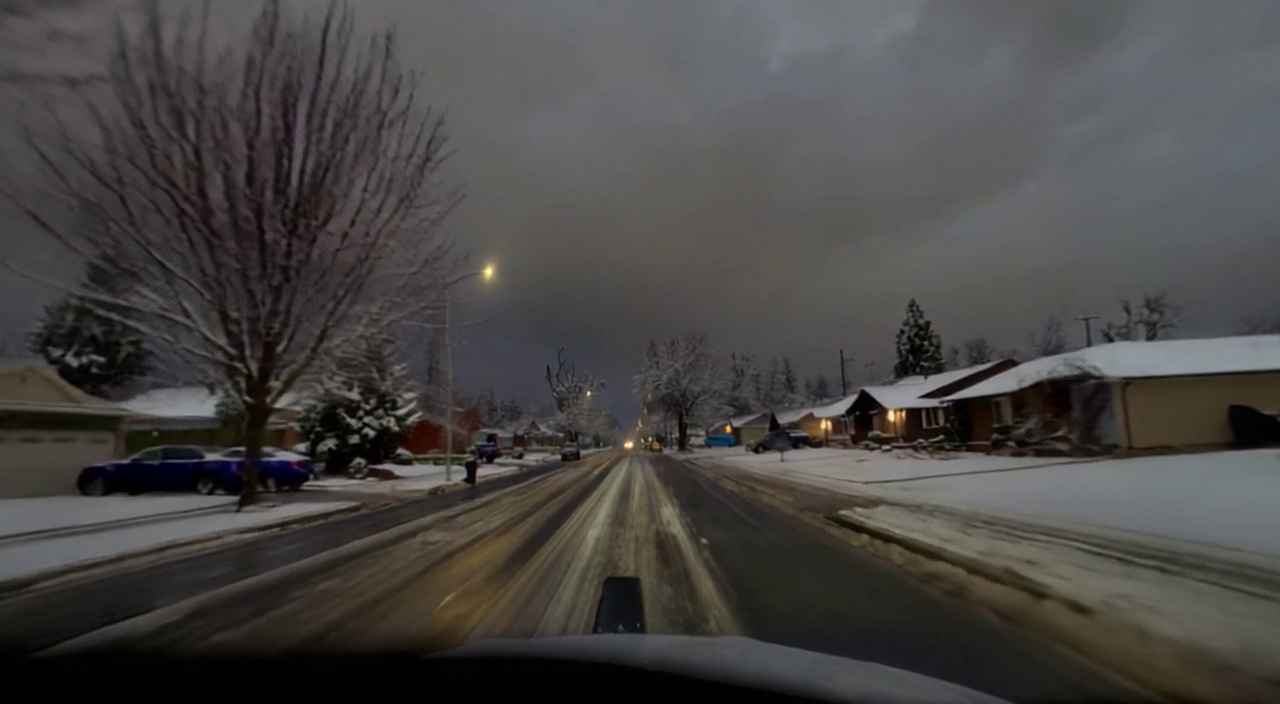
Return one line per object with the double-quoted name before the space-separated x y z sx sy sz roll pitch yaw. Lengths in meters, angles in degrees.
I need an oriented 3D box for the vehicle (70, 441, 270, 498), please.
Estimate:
"vehicle" -15.138 3.778 20.587 4.830 1.725 2.116 0 -9 2
